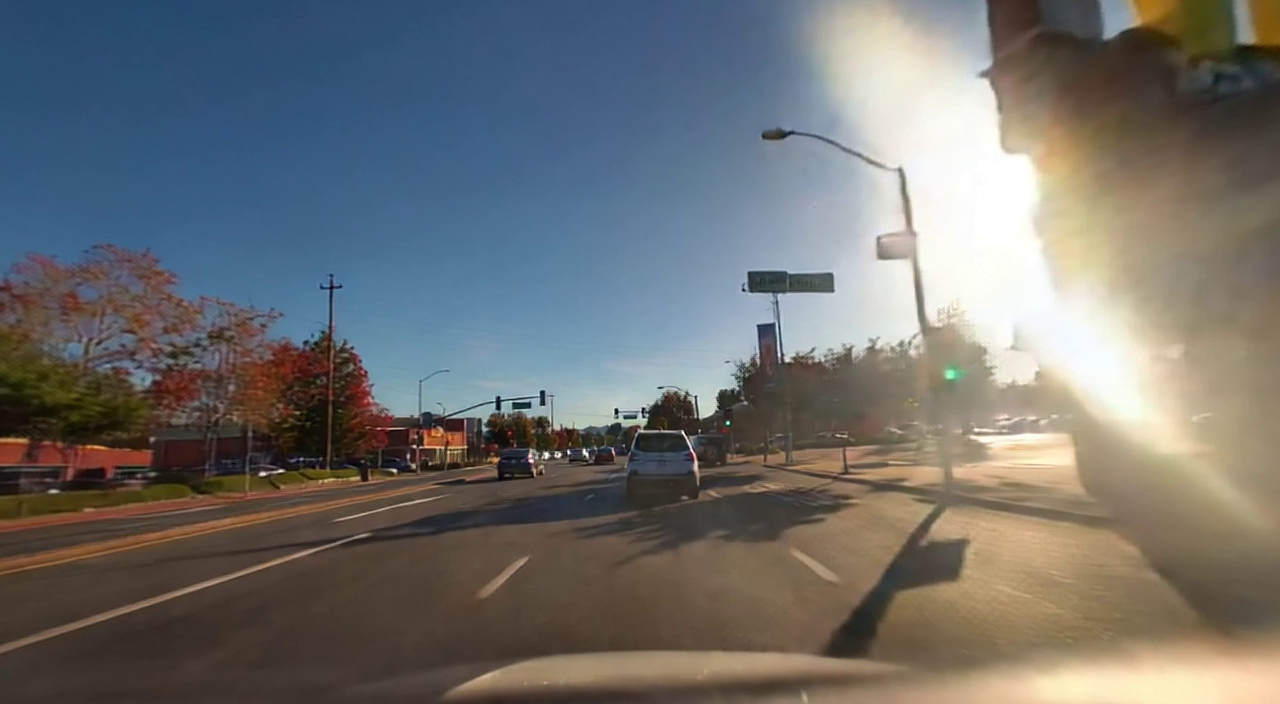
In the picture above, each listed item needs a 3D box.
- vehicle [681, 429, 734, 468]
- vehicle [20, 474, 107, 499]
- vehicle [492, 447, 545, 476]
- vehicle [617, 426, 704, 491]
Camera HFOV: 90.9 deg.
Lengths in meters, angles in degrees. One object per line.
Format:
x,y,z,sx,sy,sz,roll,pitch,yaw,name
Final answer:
3.919,5.758,37.689,2.452,2.148,5.877,0,-8,-1,vehicle
-41.005,9.540,45.016,1.792,1.450,4.553,-1,-8,2,vehicle
-6.567,5.939,34.585,1.966,1.461,4.422,0,-8,1,vehicle
0.566,3.499,21.042,2.513,1.854,5.235,0,-8,-1,vehicle
